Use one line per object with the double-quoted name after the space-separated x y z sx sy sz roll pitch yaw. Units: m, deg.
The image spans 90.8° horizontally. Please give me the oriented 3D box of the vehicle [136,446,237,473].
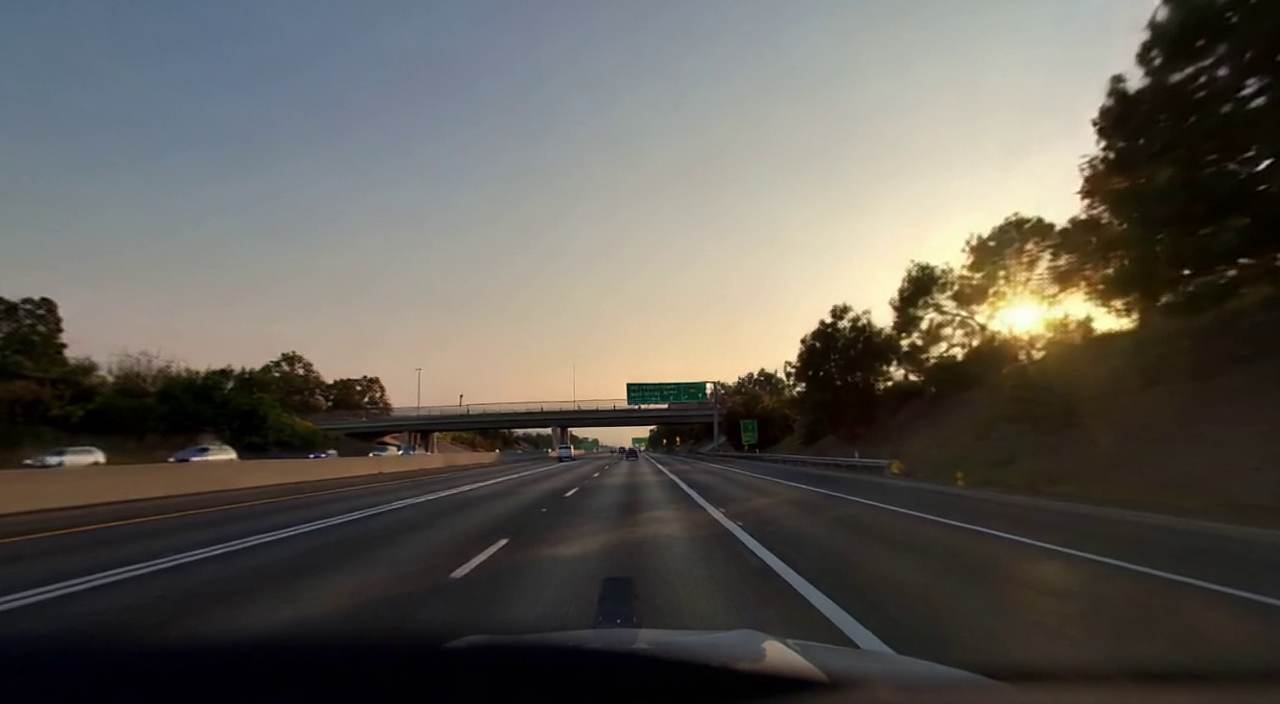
-25.716 6.092 36.080 2.073 1.396 4.944 0 -8 0 "vehicle"
